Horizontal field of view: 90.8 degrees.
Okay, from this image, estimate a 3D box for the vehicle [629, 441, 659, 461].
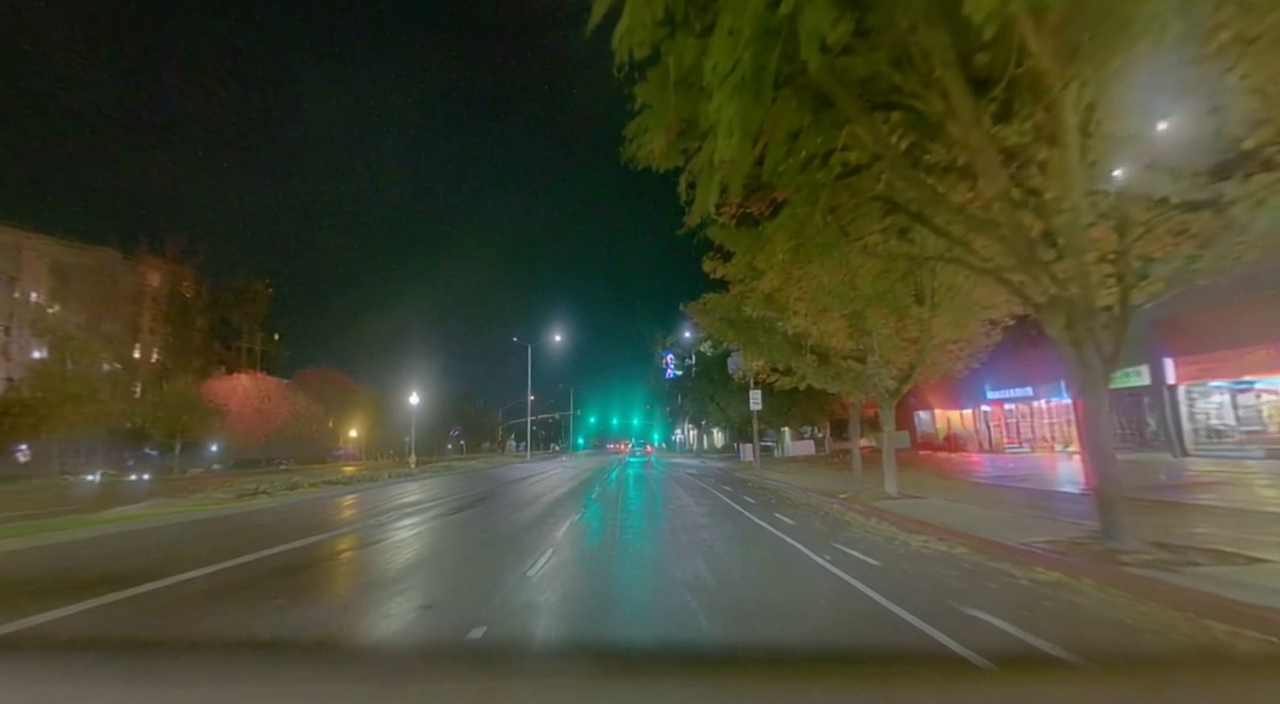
[{"bbox_3d":[0.246,7.414,47.443,2.115,1.461,3.976,0,-8,-1],"label":"vehicle"}]
